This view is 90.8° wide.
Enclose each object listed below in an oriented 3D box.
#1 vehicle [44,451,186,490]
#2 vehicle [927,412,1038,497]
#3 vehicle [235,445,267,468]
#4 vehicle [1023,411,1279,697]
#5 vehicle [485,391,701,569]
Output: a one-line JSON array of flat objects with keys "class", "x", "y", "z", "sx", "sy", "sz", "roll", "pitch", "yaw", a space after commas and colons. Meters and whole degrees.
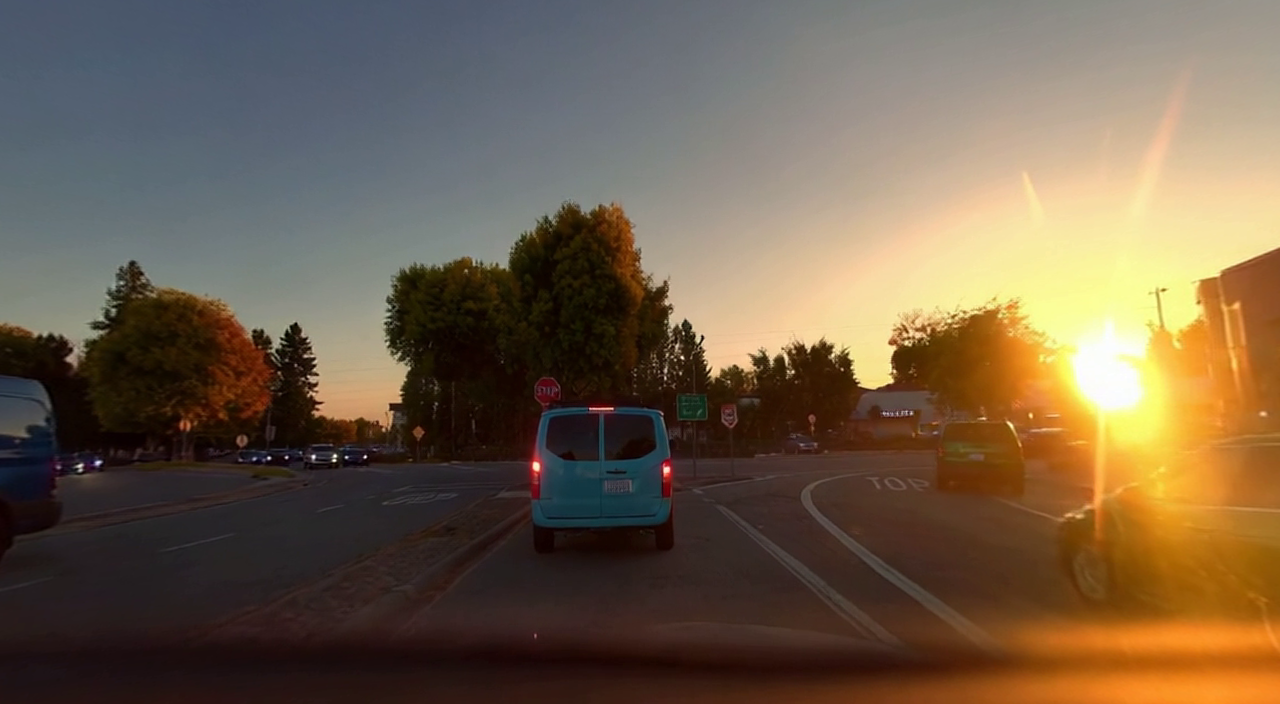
[{"class": "vehicle", "x": -21.514, "y": 4.836, "z": 26.181, "sx": 2.038, "sy": 1.392, "sz": 4.362, "roll": 0, "pitch": -8, "yaw": 1}, {"class": "vehicle", "x": 9.194, "y": 2.791, "z": 17.433, "sx": 2.204, "sy": 1.973, "sz": 4.946, "roll": -4, "pitch": -9, "yaw": 24}, {"class": "vehicle", "x": -30.103, "y": 8.031, "z": 48.917, "sx": 1.913, "sy": 1.682, "sz": 4.120, "roll": 5, "pitch": -10, "yaw": -31}, {"class": "vehicle", "x": 4.448, "y": 1.077, "z": 3.354, "sx": 2.079, "sy": 1.504, "sz": 4.828, "roll": -1, "pitch": -9, "yaw": 4}, {"class": "vehicle", "x": -0.416, "y": 1.673, "z": 8.902, "sx": 2.237, "sy": 1.828, "sz": 4.546, "roll": 0, "pitch": -9, "yaw": 2}]
